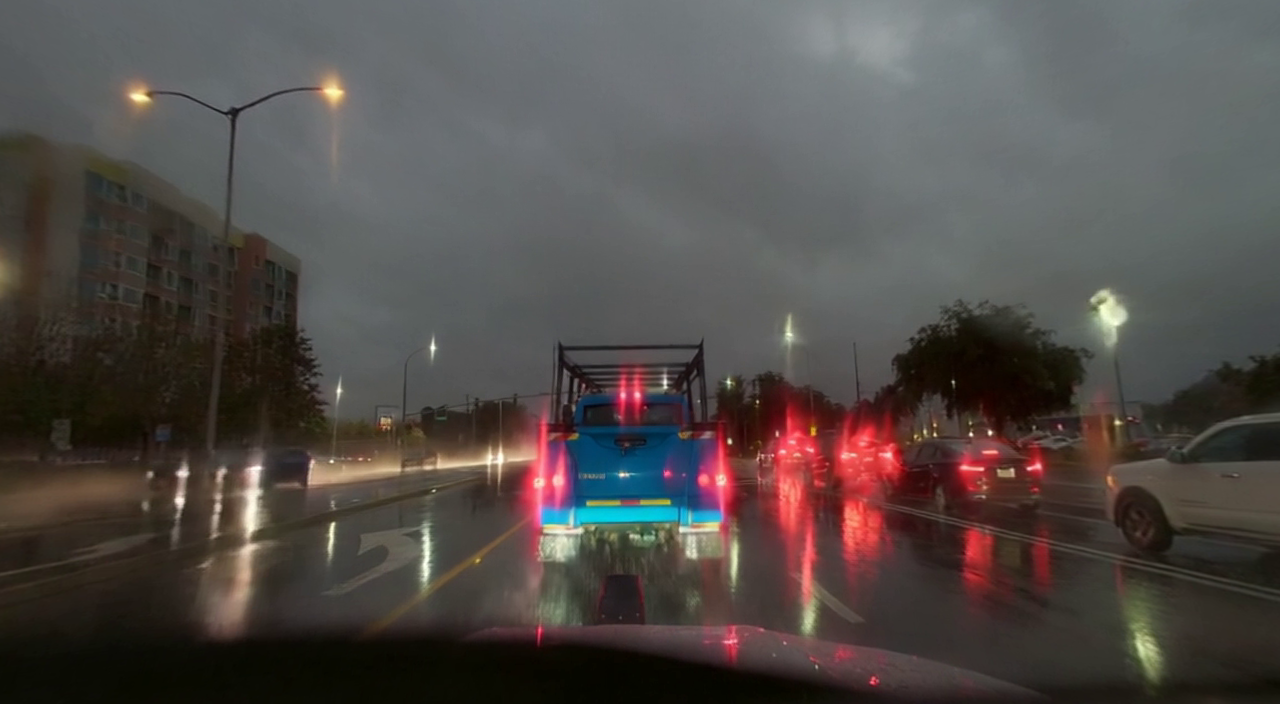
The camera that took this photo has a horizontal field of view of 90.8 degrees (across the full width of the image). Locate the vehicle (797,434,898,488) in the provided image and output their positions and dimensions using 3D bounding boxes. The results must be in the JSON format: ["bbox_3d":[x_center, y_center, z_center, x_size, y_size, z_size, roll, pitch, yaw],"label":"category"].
[{"bbox_3d":[7.073,3.760,22.102,1.953,1.665,4.327,0,-9,-2],"label":"vehicle"}]

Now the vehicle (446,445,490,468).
[{"bbox_3d":[-12.635,7.668,46.692,1.928,1.591,4.509,0,-9,0],"label":"vehicle"}]

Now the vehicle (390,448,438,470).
[{"bbox_3d":[-16.090,7.620,45.256,1.805,1.466,4.341,0,-9,0],"label":"vehicle"}]

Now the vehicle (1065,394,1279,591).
[{"bbox_3d":[6.826,1.357,6.273,2.023,1.771,4.488,0,-9,0],"label":"vehicle"}]

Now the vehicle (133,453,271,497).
[{"bbox_3d":[-15.604,4.375,22.846,1.854,1.364,4.357,0,-9,0],"label":"vehicle"}]

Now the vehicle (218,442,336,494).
[{"bbox_3d":[-12.022,3.839,21.249,1.781,1.558,3.688,0,-9,-1],"label":"vehicle"}]

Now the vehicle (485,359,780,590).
[{"bbox_3d":[-0.109,1.536,8.713,2.682,2.117,5.706,0,-9,-1],"label":"vehicle"}]

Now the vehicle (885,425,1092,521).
[{"bbox_3d":[7.068,2.479,13.469,1.931,1.692,4.267,0,-9,0],"label":"vehicle"}]
